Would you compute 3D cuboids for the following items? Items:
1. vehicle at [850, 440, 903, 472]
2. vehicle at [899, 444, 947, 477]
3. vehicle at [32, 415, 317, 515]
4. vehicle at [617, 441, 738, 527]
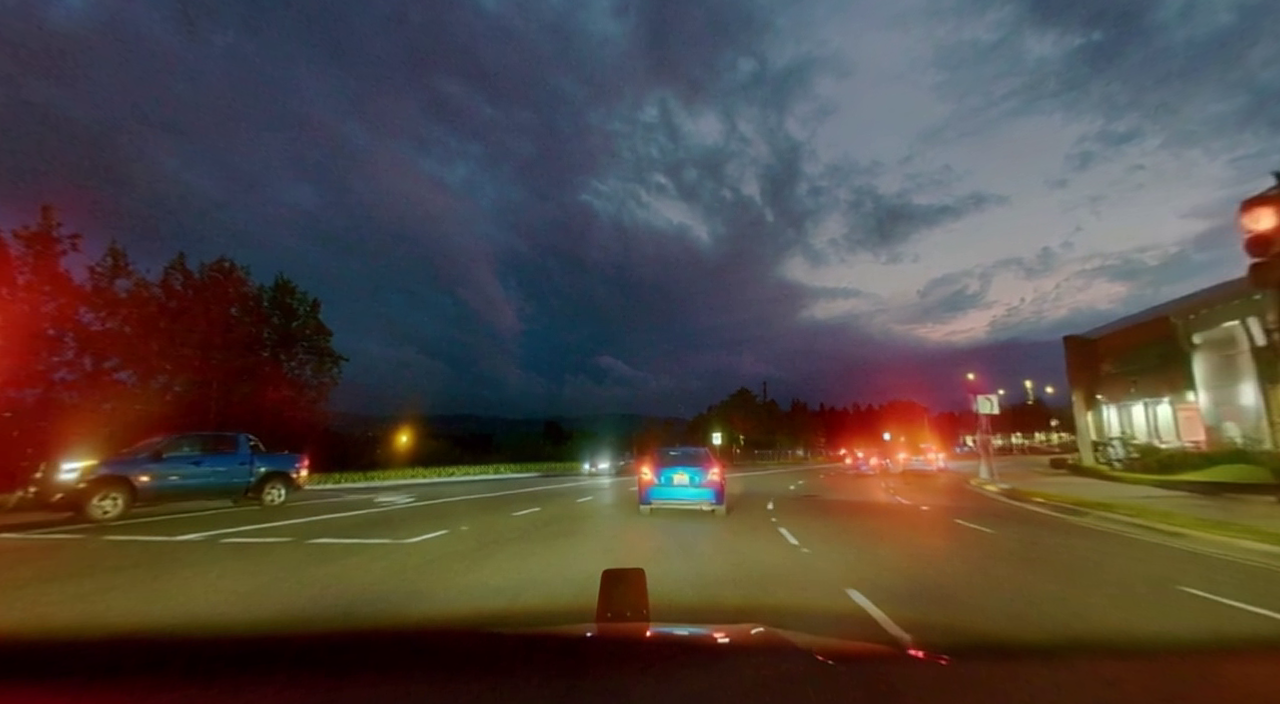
[{"bbox_3d":[14.277,6.264,37.904,2.212,1.790,4.768,-5,-11,28],"label":"vehicle"},{"bbox_3d":[14.653,5.584,32.530,1.822,1.555,3.574,-5,-11,28],"label":"vehicle"},{"bbox_3d":[-15.202,3.755,21.322,2.287,2.780,7.166,-7,-11,34],"label":"vehicle"},{"bbox_3d":[0.848,2.644,13.060,2.118,1.480,3.949,-1,-9,6],"label":"vehicle"}]
